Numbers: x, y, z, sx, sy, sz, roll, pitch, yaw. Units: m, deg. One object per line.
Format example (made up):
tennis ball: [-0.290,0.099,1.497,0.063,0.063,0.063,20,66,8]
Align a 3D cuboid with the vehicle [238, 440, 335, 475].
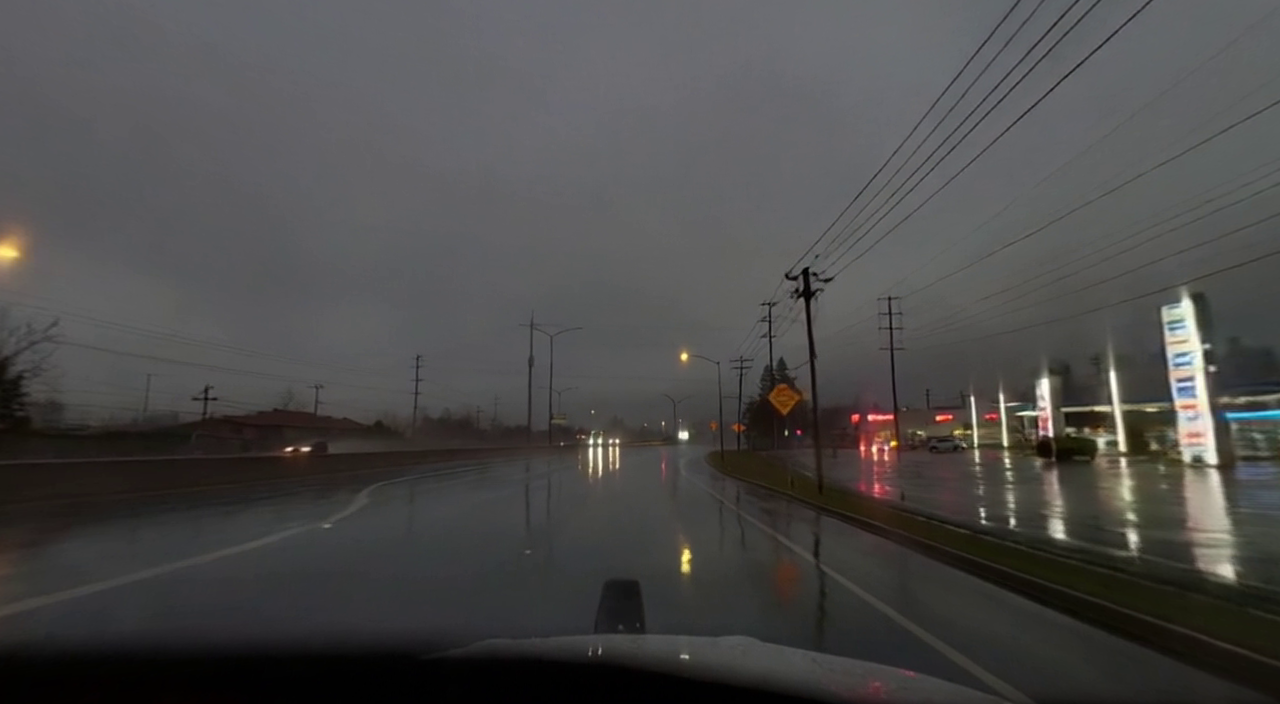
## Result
vehicle: [-17.552,5.243,31.560,2.011,1.646,4.522,-1,-8,4]
